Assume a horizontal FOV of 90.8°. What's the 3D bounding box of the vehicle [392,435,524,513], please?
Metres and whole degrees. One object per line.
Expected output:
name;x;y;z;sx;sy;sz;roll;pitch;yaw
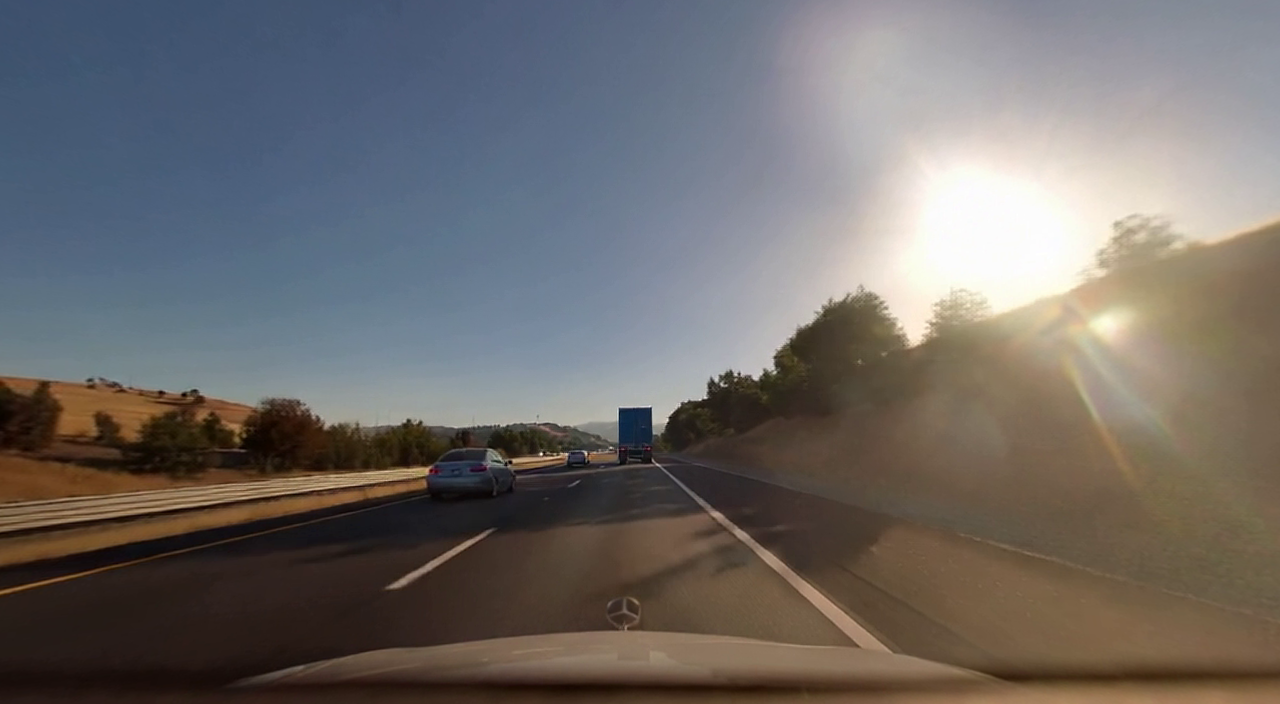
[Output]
vehicle;-4.259;2.918;15.555;1.991;1.618;4.211;0;-9;0

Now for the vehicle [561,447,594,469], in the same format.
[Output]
vehicle;-4.501;7.722;46.074;1.978;1.507;4.062;0;-9;0
